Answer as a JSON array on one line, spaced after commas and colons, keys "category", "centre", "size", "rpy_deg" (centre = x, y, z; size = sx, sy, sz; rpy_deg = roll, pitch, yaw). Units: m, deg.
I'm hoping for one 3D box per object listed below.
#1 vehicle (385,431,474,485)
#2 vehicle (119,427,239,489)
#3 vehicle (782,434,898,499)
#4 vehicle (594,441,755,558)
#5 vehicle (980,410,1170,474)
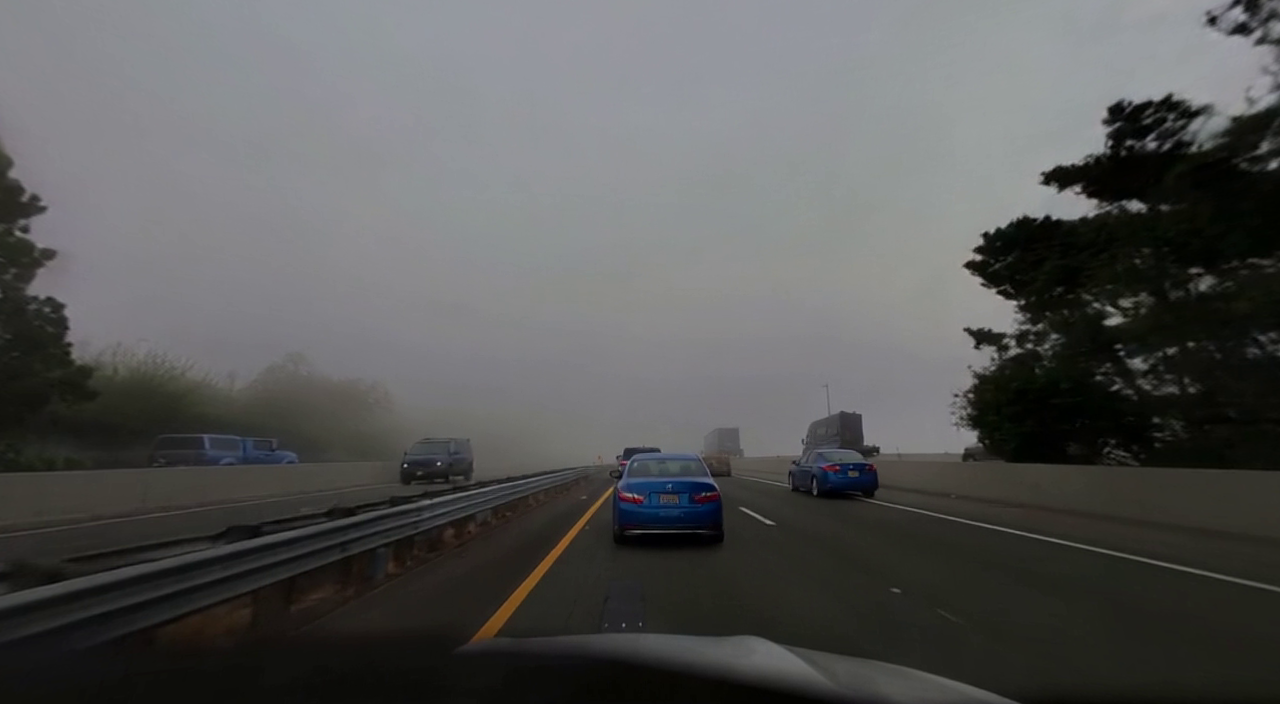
[{"category": "vehicle", "centre": [-12.347, 6.312, 37.752], "size": [2.580, 2.814, 7.896], "rpy_deg": [0, -9, 0]}, {"category": "vehicle", "centre": [-33.541, 7.722, 46.398], "size": [2.902, 3.981, 7.819], "rpy_deg": [-3, -8, 0]}, {"category": "vehicle", "centre": [6.262, 3.658, 20.400], "size": [2.177, 1.827, 4.565], "rpy_deg": [0, -9, -1]}, {"category": "vehicle", "centre": [0.455, 2.212, 10.095], "size": [2.076, 1.485, 3.774], "rpy_deg": [0, -9, 0]}, {"category": "vehicle", "centre": [31.511, 6.822, 47.137], "size": [2.822, 3.996, 14.073], "rpy_deg": [1, -9, -7]}]
